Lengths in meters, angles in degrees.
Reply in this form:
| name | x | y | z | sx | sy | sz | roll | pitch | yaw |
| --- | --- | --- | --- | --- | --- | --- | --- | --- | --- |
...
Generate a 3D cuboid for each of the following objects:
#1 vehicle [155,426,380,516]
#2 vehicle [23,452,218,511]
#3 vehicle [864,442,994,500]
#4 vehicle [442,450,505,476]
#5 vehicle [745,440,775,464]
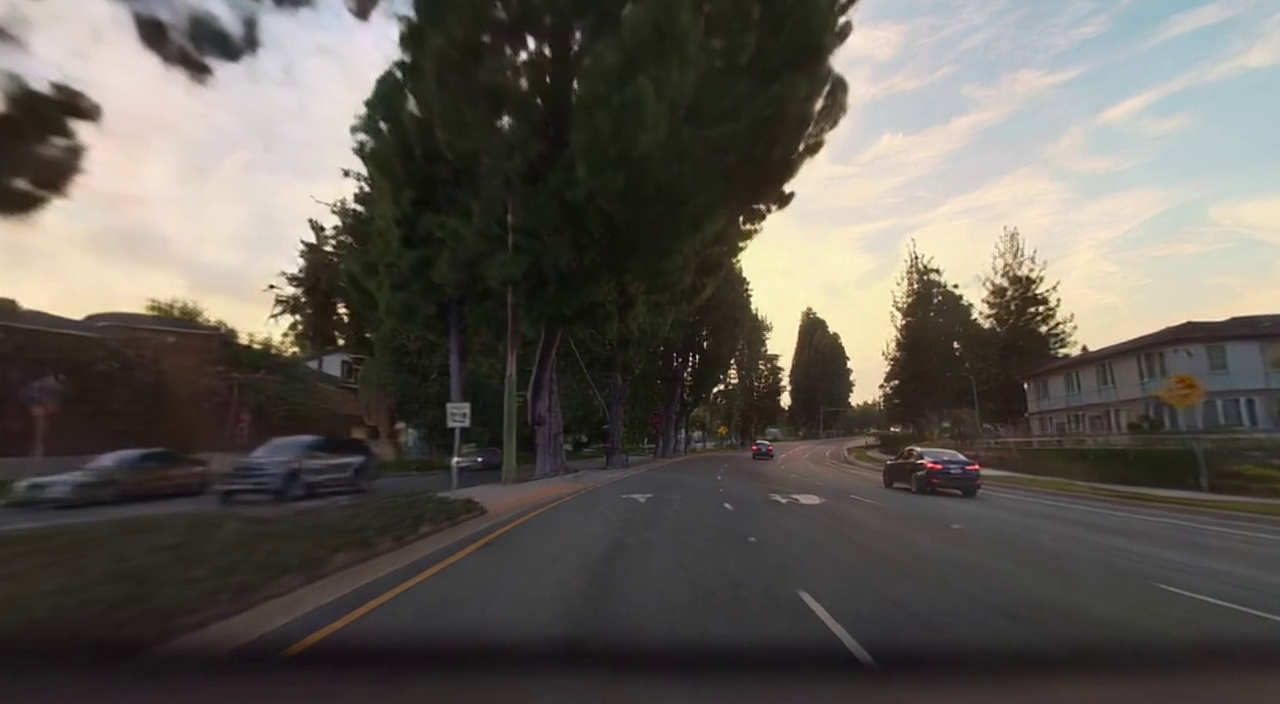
| name | x | y | z | sx | sy | sz | roll | pitch | yaw |
| --- | --- | --- | --- | --- | --- | --- | --- | --- | --- |
| vehicle | -8.833 | 2.849 | 15.721 | 2.137 | 1.828 | 5.202 | -1 | -8 | 4 |
| vehicle | -15.222 | 3.772 | 18.859 | 1.893 | 1.474 | 4.375 | -1 | -8 | 4 |
| vehicle | 8.106 | 3.349 | 18.193 | 1.855 | 1.444 | 4.389 | -1 | -8 | 3 |
| vehicle | -9.920 | 6.649 | 37.997 | 1.905 | 1.451 | 4.698 | -1 | -8 | 9 |
| vehicle | 8.838 | 7.296 | 46.123 | 1.991 | 1.684 | 4.127 | -2 | -9 | 12 |
